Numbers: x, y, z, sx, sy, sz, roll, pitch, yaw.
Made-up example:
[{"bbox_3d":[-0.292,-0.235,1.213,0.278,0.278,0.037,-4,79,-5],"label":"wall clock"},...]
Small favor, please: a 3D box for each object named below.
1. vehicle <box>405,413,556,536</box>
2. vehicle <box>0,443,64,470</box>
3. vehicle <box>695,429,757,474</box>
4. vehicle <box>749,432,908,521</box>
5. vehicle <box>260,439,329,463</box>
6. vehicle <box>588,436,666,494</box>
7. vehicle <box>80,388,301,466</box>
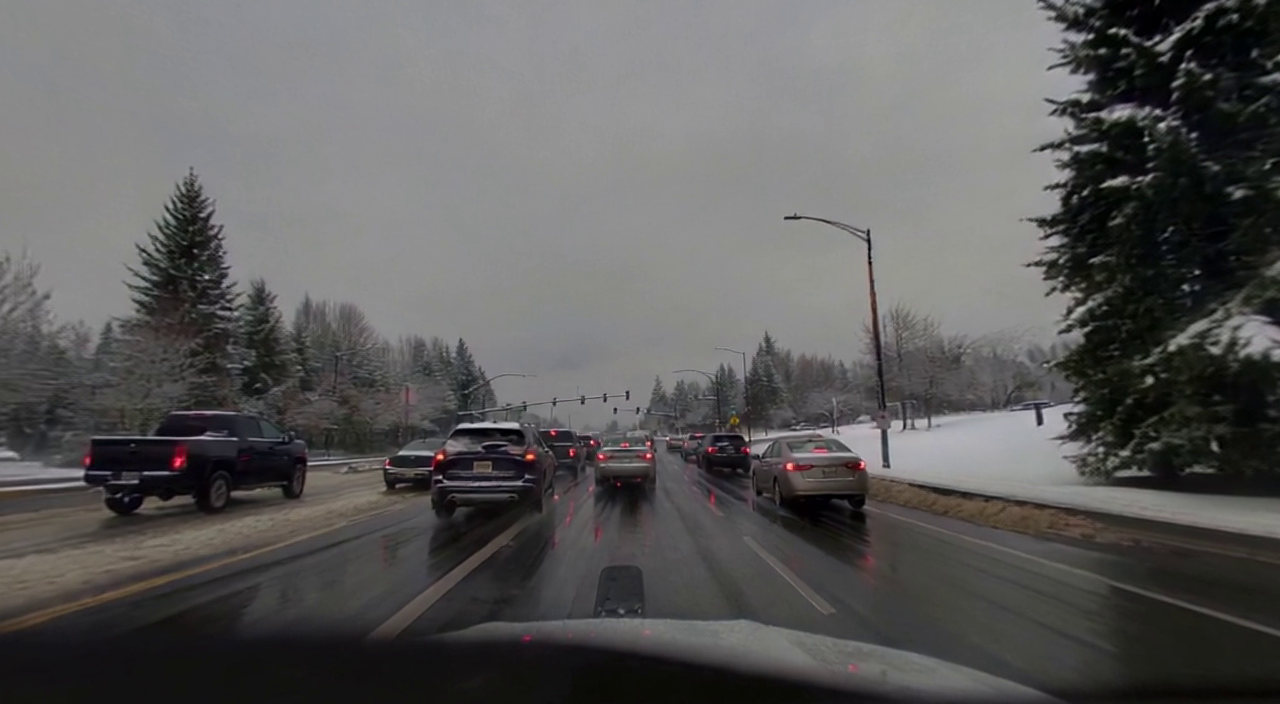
[{"bbox_3d":[-2.650,2.159,11.851,2.111,1.745,5.274,1,-9,-7],"label":"vehicle"},{"bbox_3d":[-38.778,6.489,39.121,4.458,1.485,1.973,-3,-10,5],"label":"vehicle"},{"bbox_3d":[3.735,4.427,28.282,2.099,1.845,4.363,0,-9,-1],"label":"vehicle"},{"bbox_3d":[3.547,2.413,12.786,1.884,1.463,4.195,0,-9,0],"label":"vehicle"},{"bbox_3d":[-23.245,6.700,42.769,1.865,1.493,4.712,-1,-9,2],"label":"vehicle"},{"bbox_3d":[-0.348,3.258,18.566,2.030,1.477,4.330,0,-9,0],"label":"vehicle"},{"bbox_3d":[-27.973,5.079,41.046,3.181,4.189,14.107,-1,-9,4],"label":"vehicle"}]
